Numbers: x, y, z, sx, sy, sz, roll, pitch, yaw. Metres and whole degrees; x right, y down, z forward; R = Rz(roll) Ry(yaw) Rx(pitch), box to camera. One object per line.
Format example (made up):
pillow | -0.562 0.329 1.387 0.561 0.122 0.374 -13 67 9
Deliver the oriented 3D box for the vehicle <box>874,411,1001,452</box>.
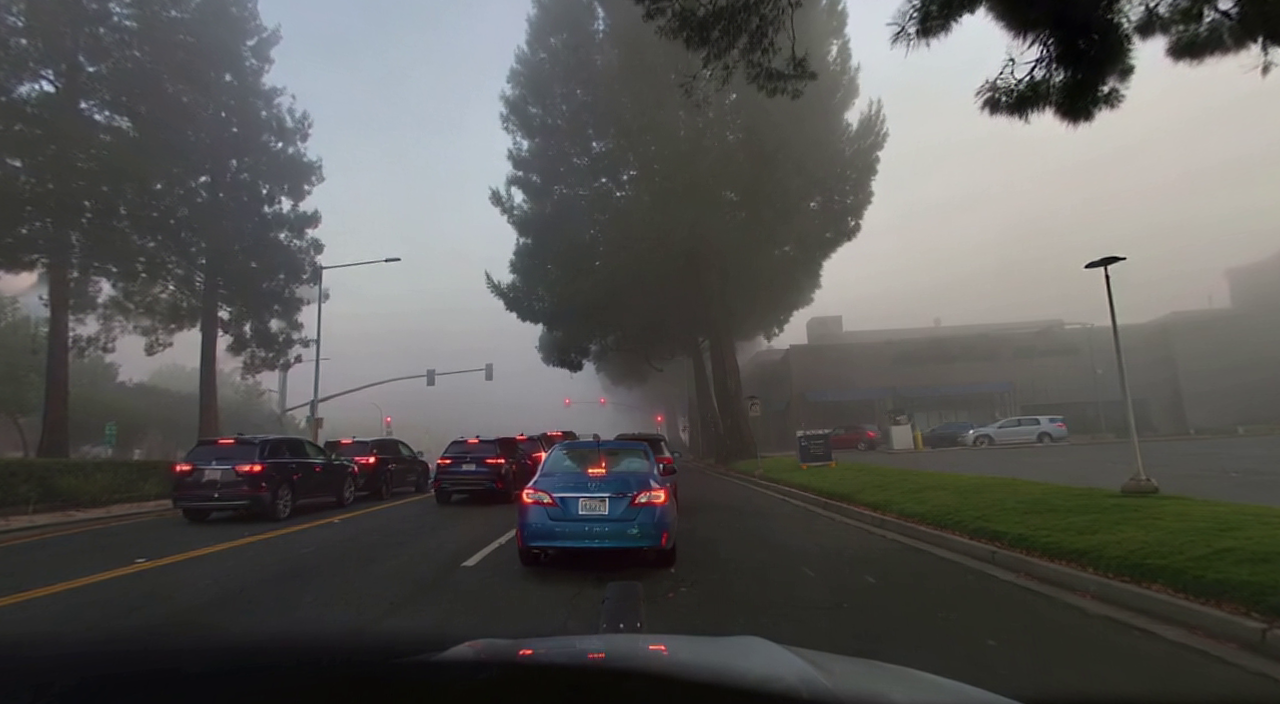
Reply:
vehicle | 13.940 3.779 29.826 4.975 1.809 1.956 0 -9 1

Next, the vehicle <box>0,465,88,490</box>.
vehicle | -36.622 7.633 38.544 4.093 1.440 1.804 0 -9 0

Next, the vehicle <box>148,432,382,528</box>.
vehicle | -7.278 2.506 12.942 2.096 1.593 4.288 0 -9 1

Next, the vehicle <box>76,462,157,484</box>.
vehicle | -36.342 8.392 43.883 3.918 1.423 1.861 0 -9 -1

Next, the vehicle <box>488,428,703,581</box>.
vehicle | -0.419 1.802 8.235 2.104 1.472 3.946 0 -9 0

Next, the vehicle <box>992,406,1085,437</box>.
vehicle | 28.231 4.968 44.998 5.333 1.880 2.130 -7 -9 28

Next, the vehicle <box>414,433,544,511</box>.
vehicle | -3.624 2.768 15.021 1.969 1.570 4.019 0 -9 1
